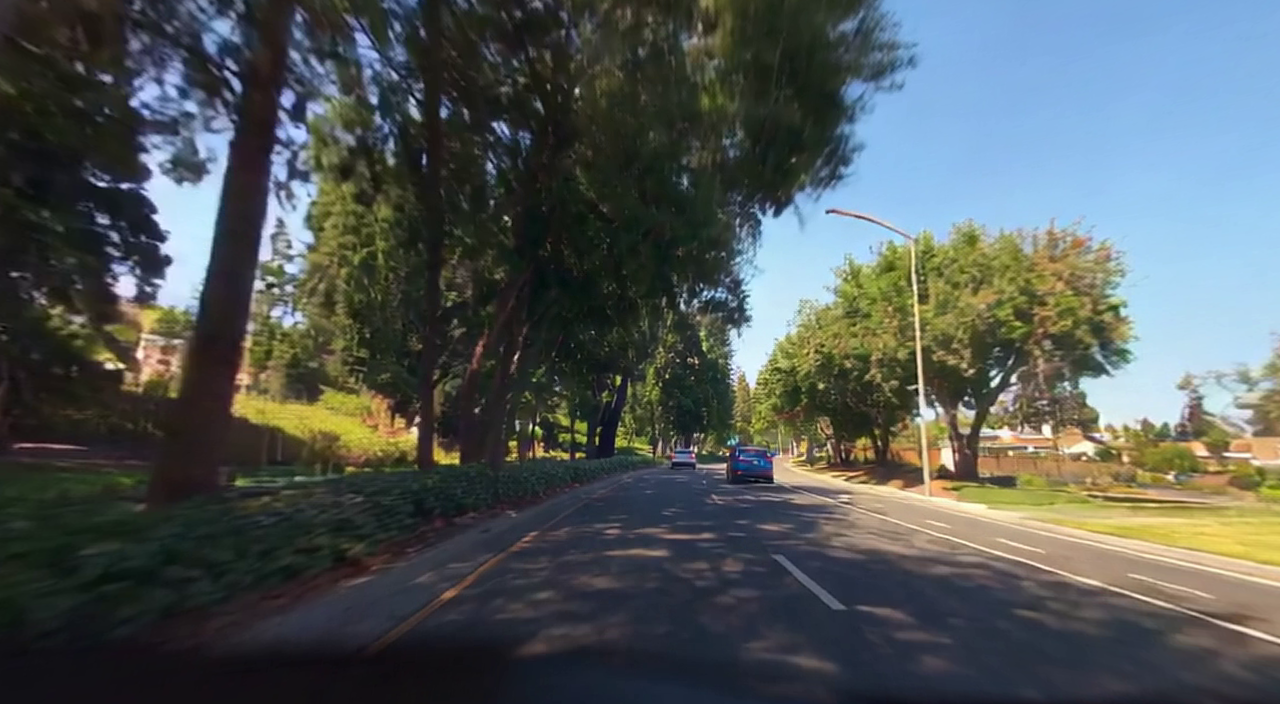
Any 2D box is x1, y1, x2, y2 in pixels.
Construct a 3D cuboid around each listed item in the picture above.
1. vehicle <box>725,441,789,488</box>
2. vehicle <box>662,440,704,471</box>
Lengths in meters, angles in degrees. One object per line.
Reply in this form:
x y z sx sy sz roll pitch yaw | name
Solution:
4.528 4.396 24.851 1.971 1.663 4.287 -1 -8 4 | vehicle
2.725 6.362 38.792 2.251 1.822 4.391 -1 -9 8 | vehicle
